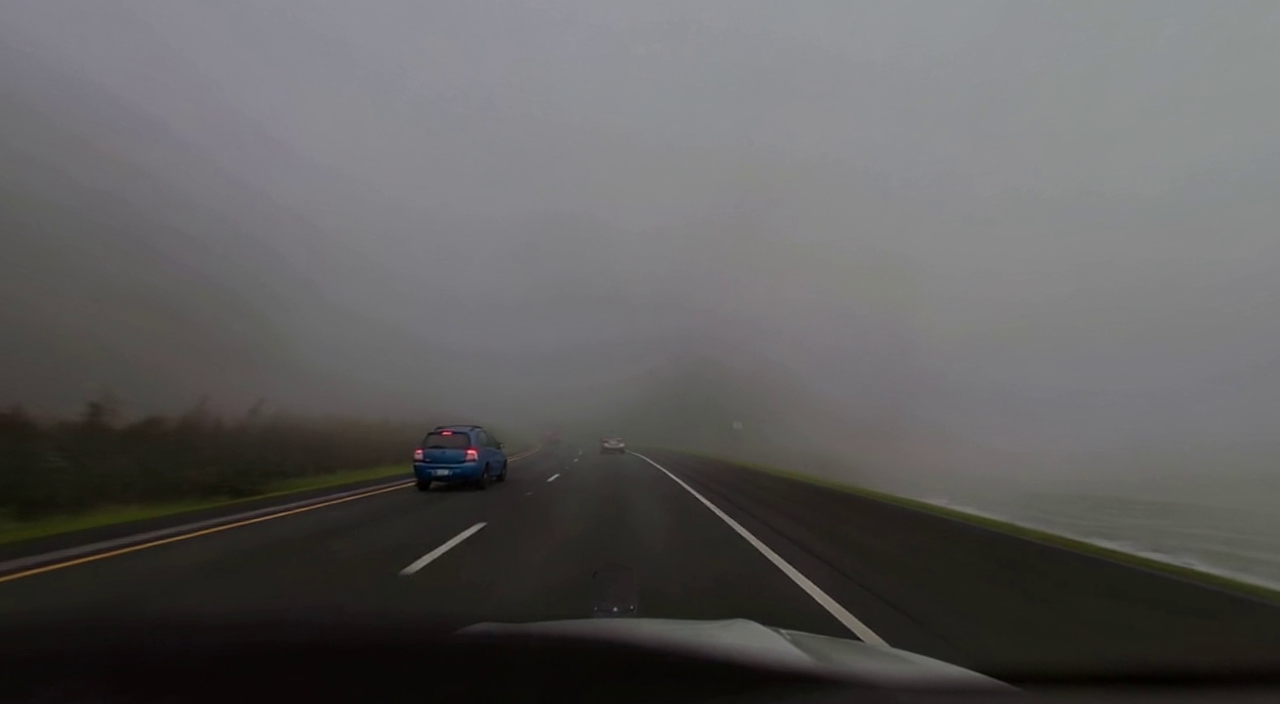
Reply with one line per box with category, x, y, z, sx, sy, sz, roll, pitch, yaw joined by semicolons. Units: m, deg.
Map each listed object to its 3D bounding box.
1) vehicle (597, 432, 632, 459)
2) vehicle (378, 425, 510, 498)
vehicle;-1.654;5.821;39.371;2.041;1.618;3.898;0;-8;-4
vehicle;-4.913;2.796;16.626;2.039;1.627;4.844;0;-8;-2
